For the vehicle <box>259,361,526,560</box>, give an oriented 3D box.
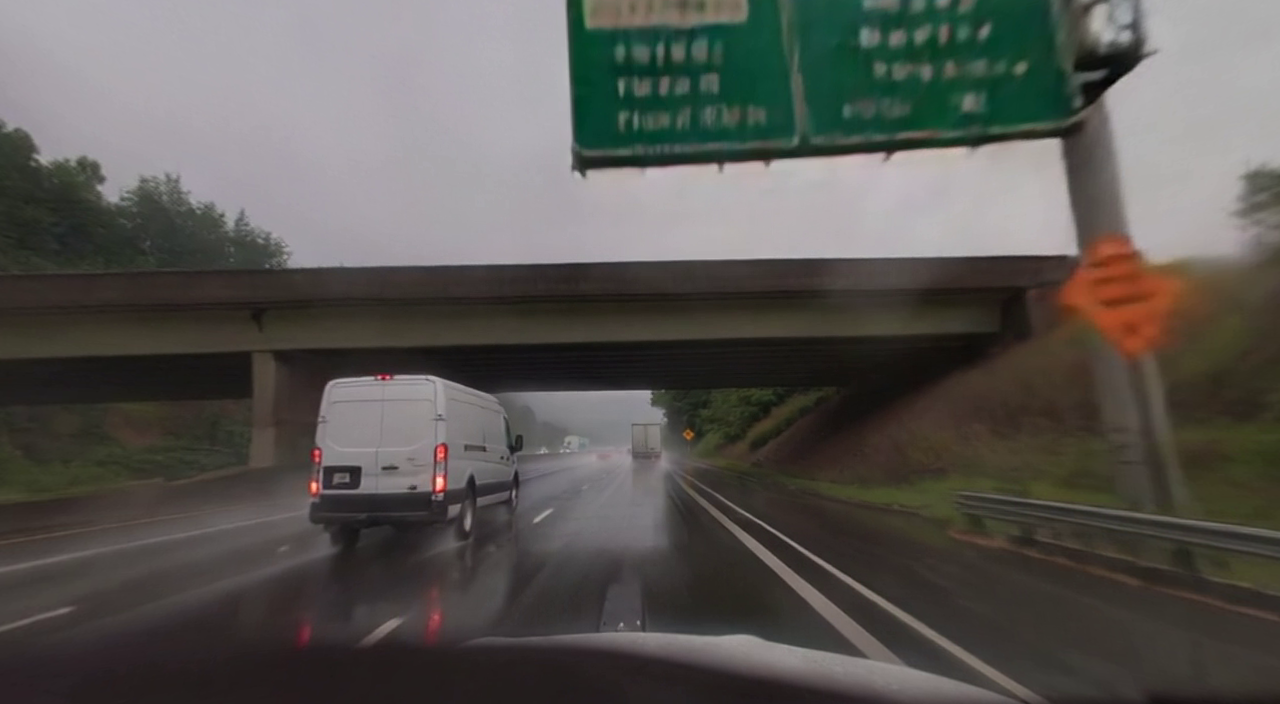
[{"bbox_3d":[-3.899,1.925,11.635,2.504,2.694,5.934,0,-9,0],"label":"vehicle"}]
